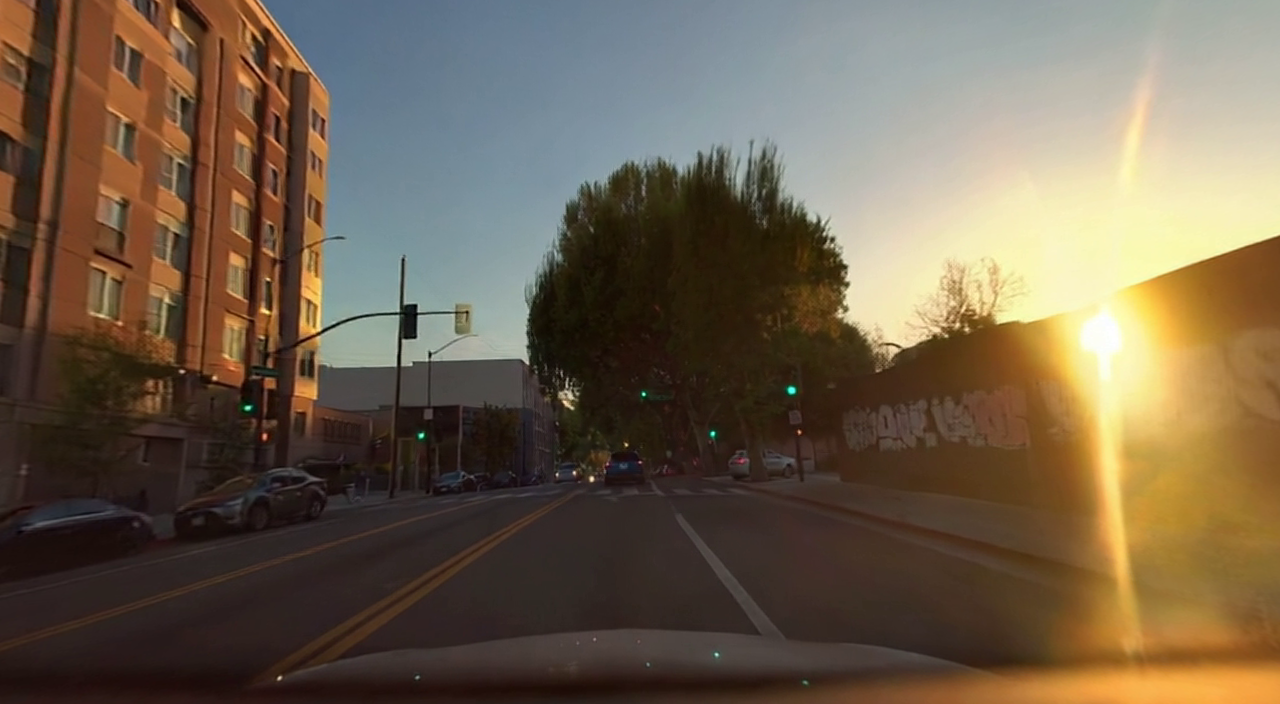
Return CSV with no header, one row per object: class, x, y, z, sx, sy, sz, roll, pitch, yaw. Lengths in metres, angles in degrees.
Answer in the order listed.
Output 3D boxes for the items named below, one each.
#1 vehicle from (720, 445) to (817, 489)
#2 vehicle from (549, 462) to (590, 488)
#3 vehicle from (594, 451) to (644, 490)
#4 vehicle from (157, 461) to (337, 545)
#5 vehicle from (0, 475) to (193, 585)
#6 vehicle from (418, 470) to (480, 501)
vehicle,5.795,5.071,28.259,2.207,1.761,4.292,-8,-12,43
vehicle,-4.341,7.656,39.520,2.095,1.447,4.202,0,-8,0
vehicle,-0.923,5.409,29.217,2.166,1.579,4.300,0,-8,-1
vehicle,-11.021,4.182,18.248,2.199,1.717,4.888,-6,-8,-2
vehicle,-11.106,3.316,12.064,1.931,1.499,4.645,-5,-8,-2
vehicle,-10.862,7.606,36.295,2.070,1.476,4.508,-1,-8,1
